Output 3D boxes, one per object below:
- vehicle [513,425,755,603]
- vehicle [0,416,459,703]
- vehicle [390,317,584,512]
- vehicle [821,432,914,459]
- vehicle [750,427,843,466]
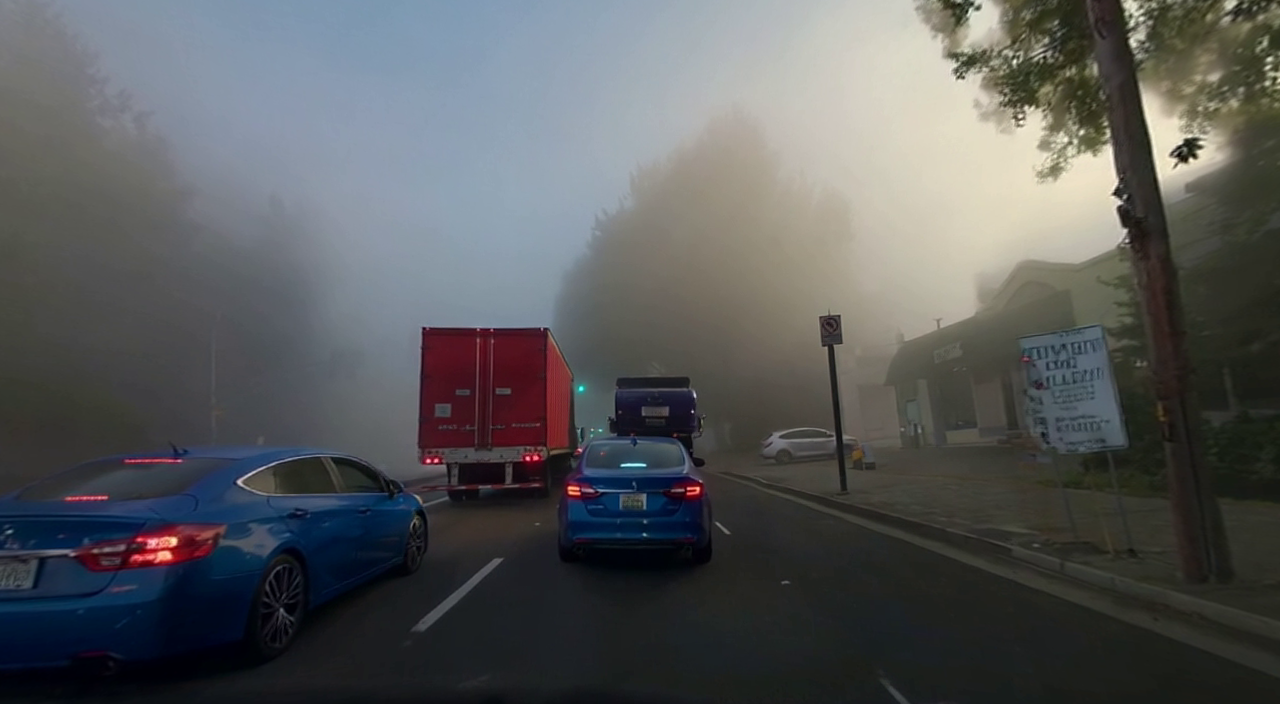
[{"bbox_3d":[-0.096,1.691,7.493,2.067,1.506,4.118,0,-8,-1],"label":"vehicle"},{"bbox_3d":[-3.097,1.359,5.070,1.969,1.471,4.378,0,-8,0],"label":"vehicle"},{"bbox_3d":[-3.261,1.698,15.752,3.020,3.800,7.105,0,-8,0],"label":"vehicle"},{"bbox_3d":[12.843,5.327,35.671,4.574,1.478,1.880,0,-8,3],"label":"vehicle"},{"bbox_3d":[8.020,4.915,32.690,2.061,1.845,4.829,4,-9,-25],"label":"vehicle"}]
